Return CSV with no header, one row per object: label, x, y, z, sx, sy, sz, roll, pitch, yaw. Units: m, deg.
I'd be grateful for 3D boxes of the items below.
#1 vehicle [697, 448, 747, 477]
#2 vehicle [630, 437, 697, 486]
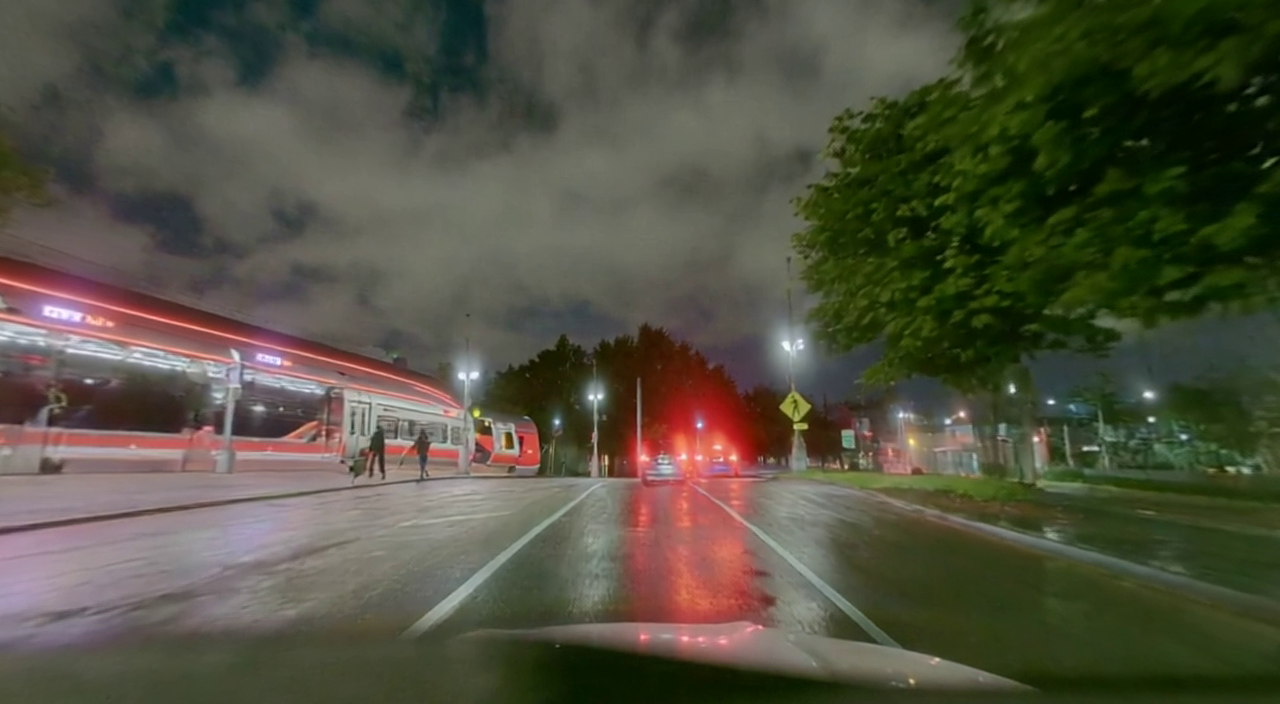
vehicle,5.350,7.089,40.714,2.010,1.725,4.320,-4,-9,24
vehicle,1.043,4.342,25.458,2.263,1.765,4.237,-1,-8,8
